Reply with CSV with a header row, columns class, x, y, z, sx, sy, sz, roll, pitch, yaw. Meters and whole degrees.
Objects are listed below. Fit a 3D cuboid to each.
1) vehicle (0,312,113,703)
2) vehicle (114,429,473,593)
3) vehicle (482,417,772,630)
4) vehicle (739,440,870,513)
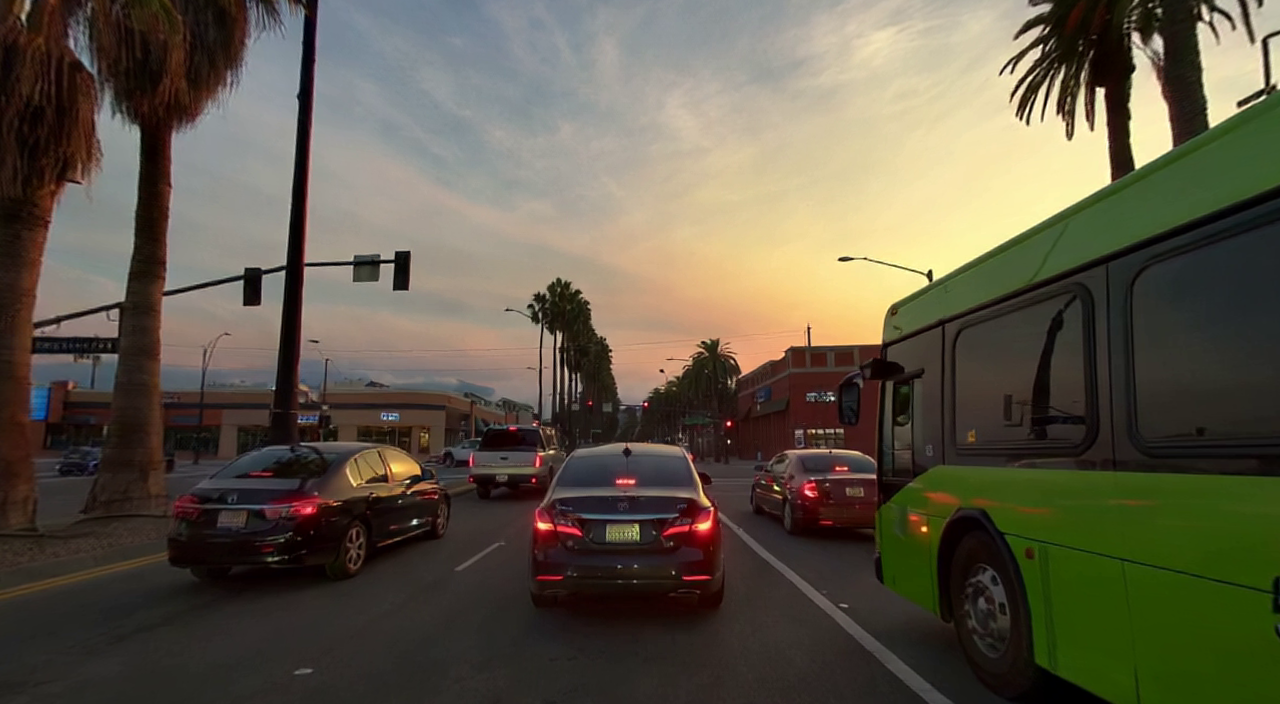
class,x,y,z,sx,sy,sz,roll,pitch,yaw
vehicle,-3.566,0.464,0.340,2.145,1.824,4.974,0,-9,2
vehicle,-3.613,1.718,7.697,1.919,1.415,4.178,0,-9,1
vehicle,-0.101,1.517,6.493,2.060,1.499,3.831,0,-9,0
vehicle,3.712,2.879,15.149,1.989,1.467,4.364,0,-9,1
